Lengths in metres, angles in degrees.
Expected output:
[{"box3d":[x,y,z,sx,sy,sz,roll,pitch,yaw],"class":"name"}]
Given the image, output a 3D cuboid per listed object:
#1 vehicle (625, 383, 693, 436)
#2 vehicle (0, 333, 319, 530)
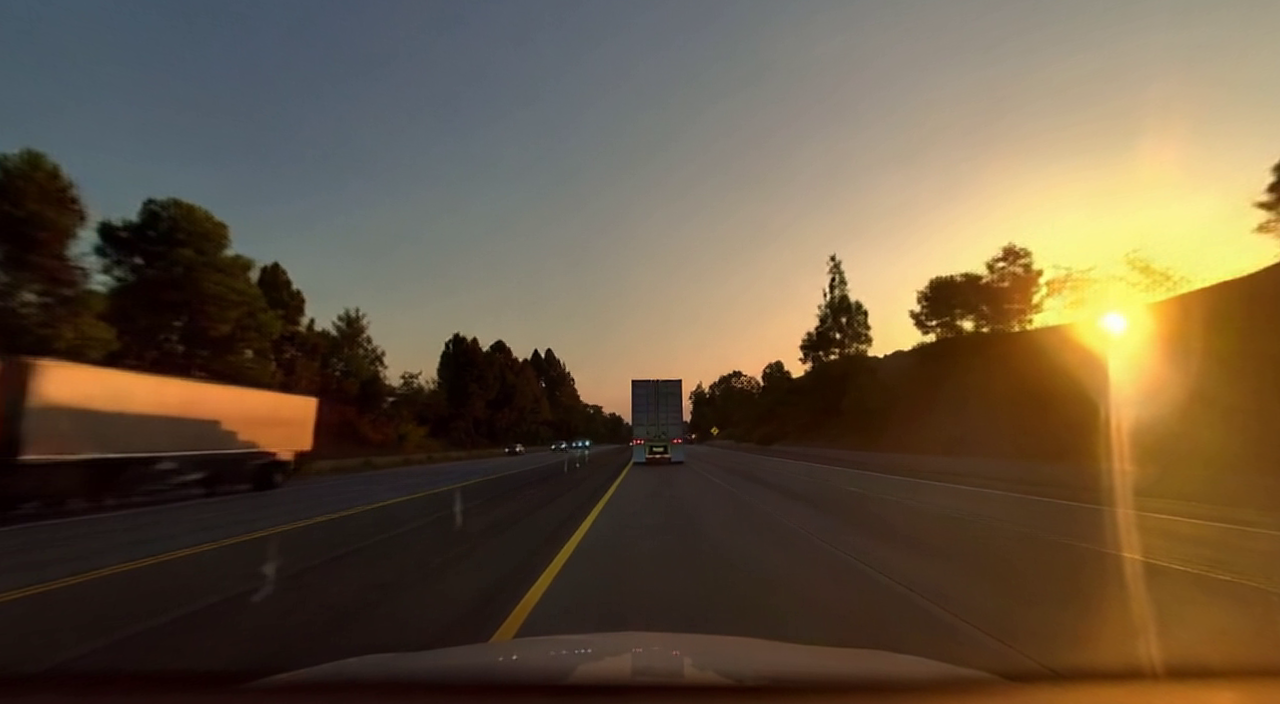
[{"box3d":[0.637,2.435,25.474,2.509,1.890,4.732,0,-8,-2],"class":"vehicle"},{"box3d":[-14.846,2.550,19.148,2.723,4.121,14.048,-1,-8,0],"class":"vehicle"}]
